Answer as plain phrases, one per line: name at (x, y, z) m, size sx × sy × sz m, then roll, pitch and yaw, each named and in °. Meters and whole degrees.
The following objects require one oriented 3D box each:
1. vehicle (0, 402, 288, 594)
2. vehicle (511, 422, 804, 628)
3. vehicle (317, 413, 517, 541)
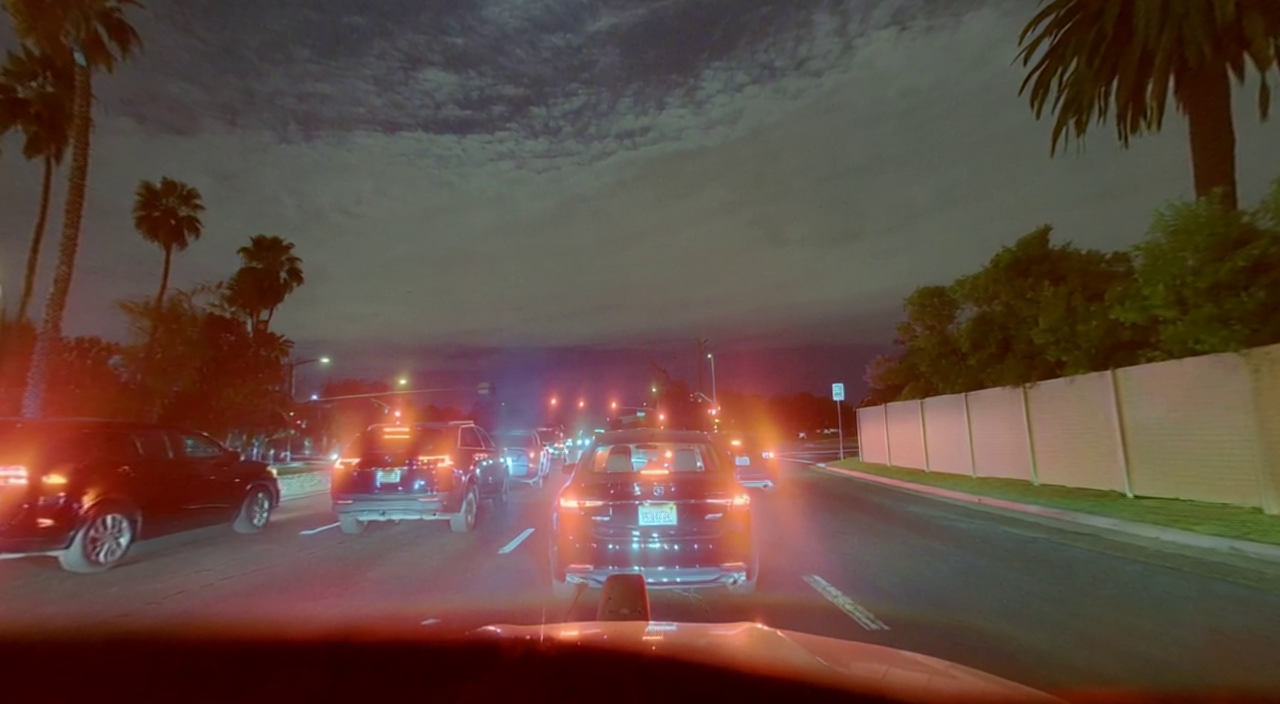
vehicle at (-6.680, 1.650, 7.981) m, size 1.963 × 1.721 × 4.467 m, roll 0°, pitch -8°, yaw -2°
vehicle at (0.064, 1.576, 6.795) m, size 2.128 × 1.473 × 4.272 m, roll 0°, pitch -8°, yaw -2°
vehicle at (-3.485, 2.028, 10.838) m, size 2.007 × 1.746 × 4.136 m, roll 0°, pitch -8°, yaw -2°
